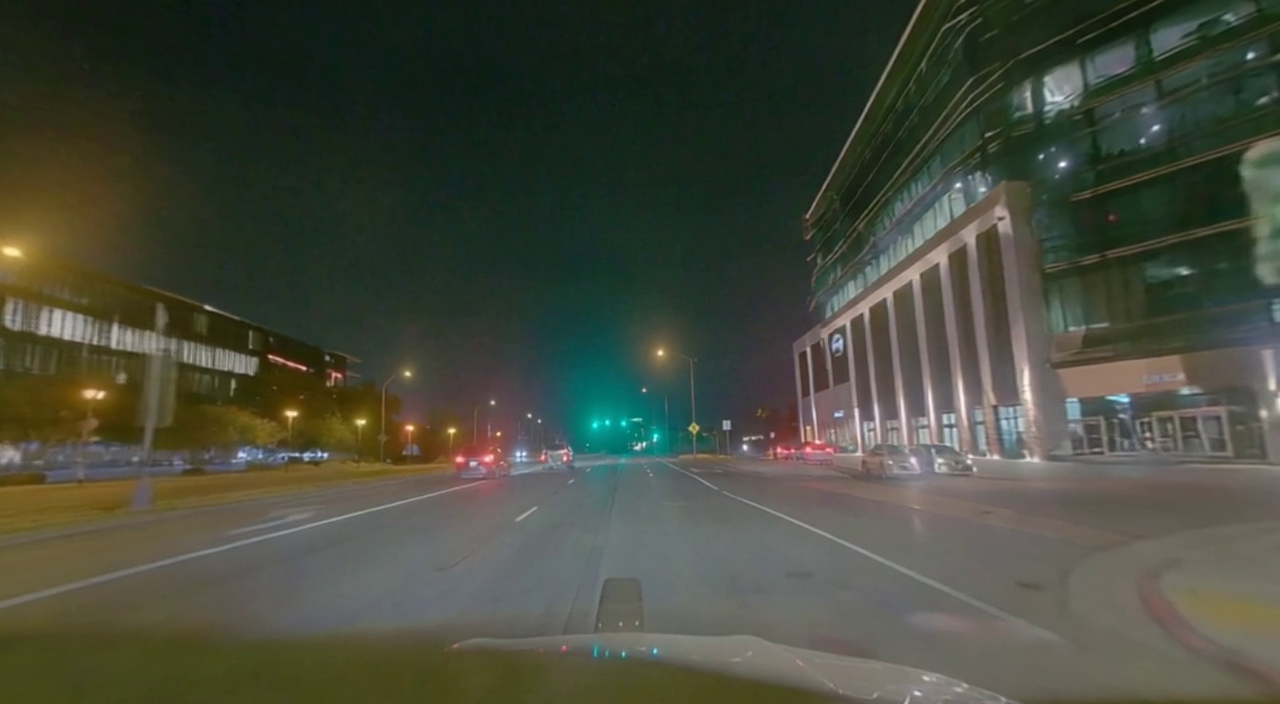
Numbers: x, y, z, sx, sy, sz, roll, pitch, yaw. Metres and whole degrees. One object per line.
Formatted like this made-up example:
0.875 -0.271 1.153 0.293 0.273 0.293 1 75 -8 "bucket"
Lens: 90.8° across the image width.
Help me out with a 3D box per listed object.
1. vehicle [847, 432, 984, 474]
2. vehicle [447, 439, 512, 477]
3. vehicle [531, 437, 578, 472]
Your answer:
10.759 4.006 24.989 4.513 1.541 1.948 -1 -9 5 "vehicle"
-7.467 4.966 29.833 1.909 1.605 4.561 0 -8 -1 "vehicle"
-4.574 5.572 34.470 2.052 1.729 4.195 0 -8 -1 "vehicle"
